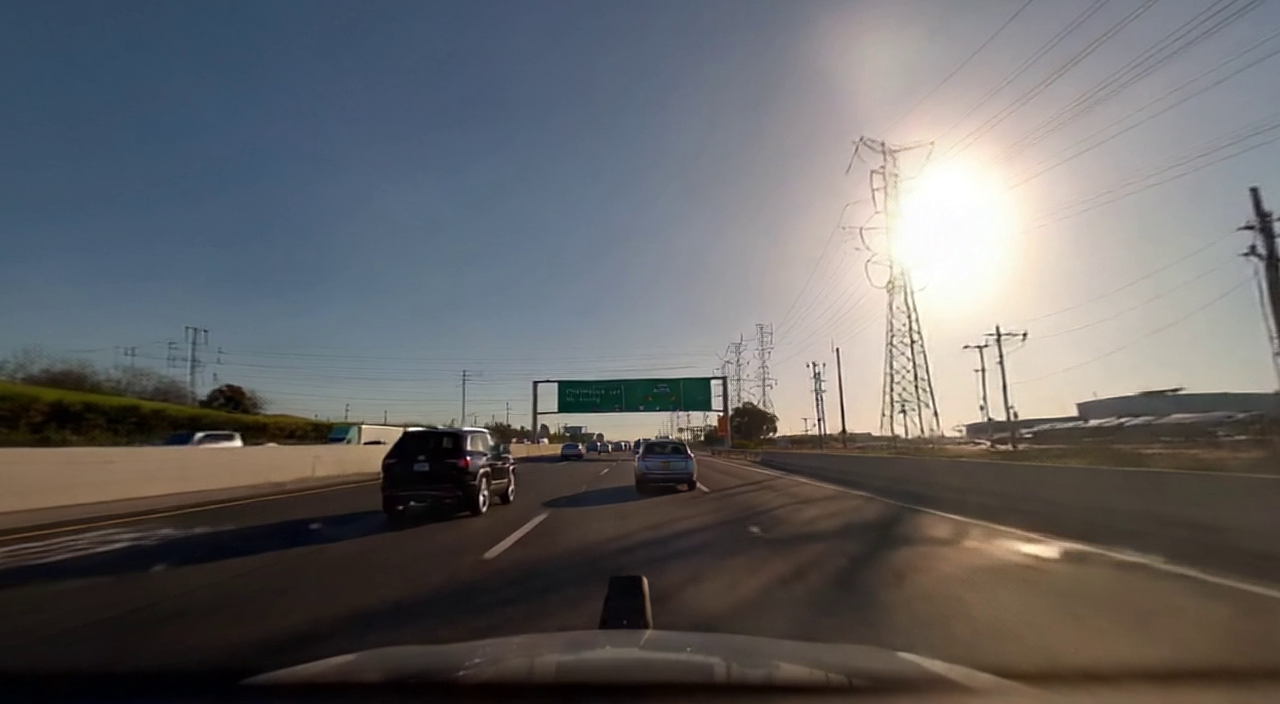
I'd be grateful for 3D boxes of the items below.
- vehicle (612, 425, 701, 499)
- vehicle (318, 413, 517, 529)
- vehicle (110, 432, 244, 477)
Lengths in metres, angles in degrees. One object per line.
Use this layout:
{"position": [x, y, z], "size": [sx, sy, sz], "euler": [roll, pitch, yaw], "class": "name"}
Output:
{"position": [0.416, 2.926, 17.101], "size": [2.134, 1.733, 4.049], "euler": [0, -8, 1], "class": "vehicle"}
{"position": [-3.870, 2.162, 11.992], "size": [2.125, 1.764, 4.393], "euler": [0, -8, 1], "class": "vehicle"}
{"position": [-22.312, 4.957, 30.801], "size": [2.412, 1.982, 5.458], "euler": [0, -8, -1], "class": "vehicle"}
